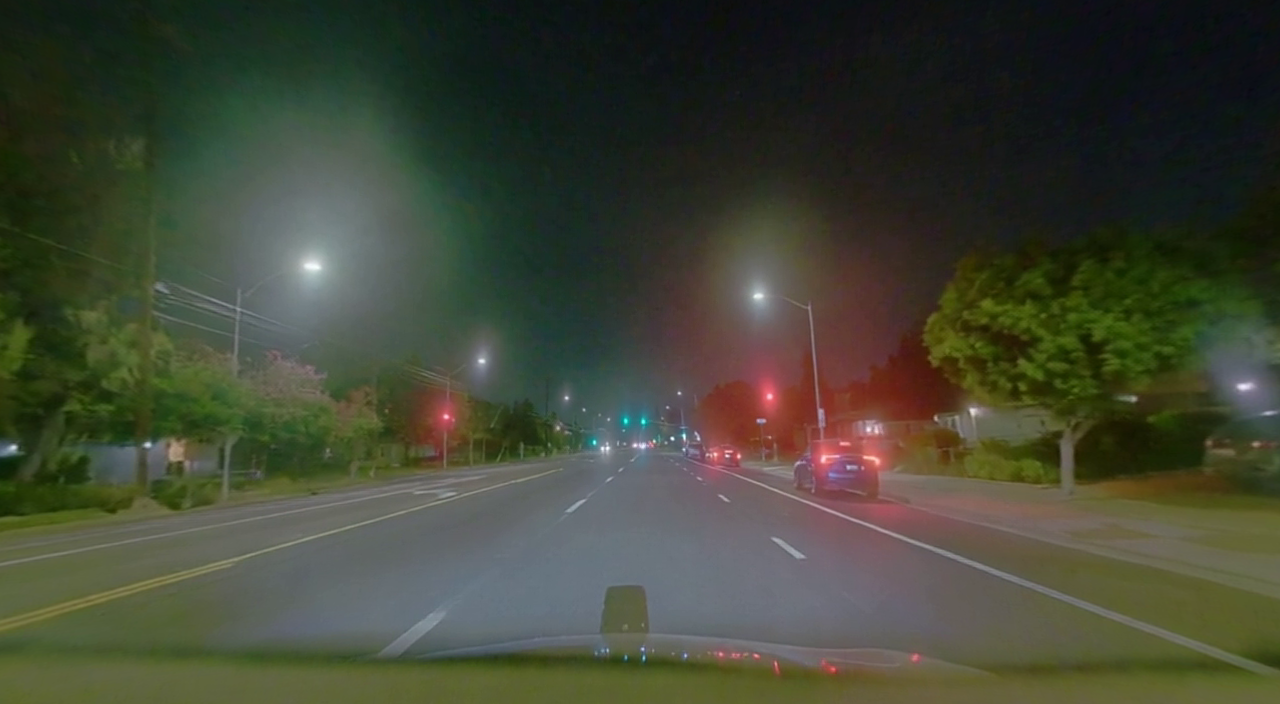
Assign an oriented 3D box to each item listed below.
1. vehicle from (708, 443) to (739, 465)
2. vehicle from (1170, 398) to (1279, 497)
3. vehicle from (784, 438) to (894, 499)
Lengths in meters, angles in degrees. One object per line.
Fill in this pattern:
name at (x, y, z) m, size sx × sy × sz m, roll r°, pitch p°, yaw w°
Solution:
vehicle at (6.171, 7.602, 47.199) m, size 1.855 × 1.520 × 4.808 m, roll 0°, pitch -8°, yaw 2°
vehicle at (13.290, 1.803, 11.927) m, size 4.474 × 1.710 × 2.148 m, roll 0°, pitch -8°, yaw 1°
vehicle at (5.650, 3.331, 18.463) m, size 1.950 × 1.567 × 4.083 m, roll 0°, pitch -8°, yaw 1°
